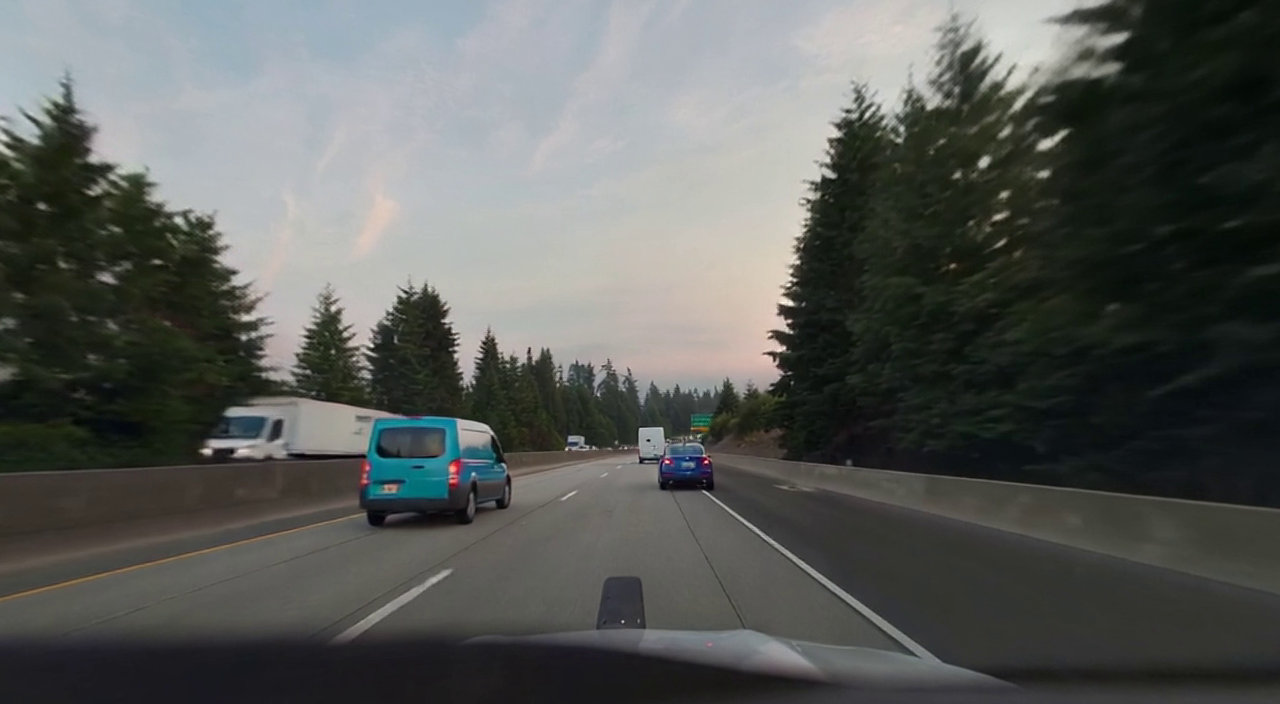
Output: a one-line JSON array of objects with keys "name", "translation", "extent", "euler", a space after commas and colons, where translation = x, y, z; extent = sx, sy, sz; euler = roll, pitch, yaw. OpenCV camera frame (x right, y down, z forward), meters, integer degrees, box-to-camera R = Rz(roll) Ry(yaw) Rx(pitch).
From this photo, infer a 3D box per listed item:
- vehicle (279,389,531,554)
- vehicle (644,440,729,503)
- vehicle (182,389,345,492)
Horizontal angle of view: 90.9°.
[{"name": "vehicle", "translation": [-3.348, 1.864, 10.380], "extent": [2.217, 2.033, 4.975], "euler": [0, -9, 0]}, {"name": "vehicle", "translation": [1.129, 3.172, 17.058], "extent": [2.012, 1.485, 3.649], "euler": [0, -9, 0]}, {"name": "vehicle", "translation": [-17.342, 4.238, 29.843], "extent": [3.026, 4.268, 7.131], "euler": [-1, -9, 1]}]
